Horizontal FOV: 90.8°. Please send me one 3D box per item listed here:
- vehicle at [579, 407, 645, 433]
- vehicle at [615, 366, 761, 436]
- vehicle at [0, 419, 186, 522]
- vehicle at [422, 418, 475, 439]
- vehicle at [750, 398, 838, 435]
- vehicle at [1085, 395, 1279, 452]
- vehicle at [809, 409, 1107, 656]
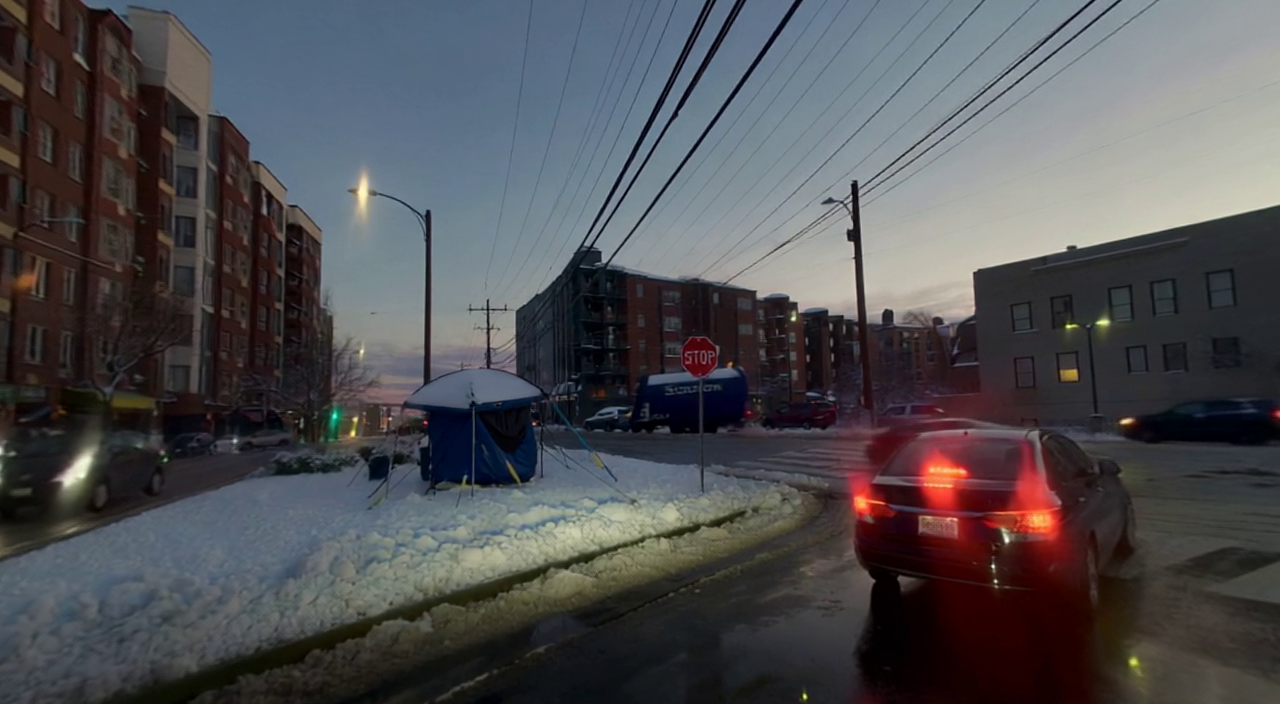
[{"bbox_3d":[-1.815,4.363,39.945,1.790,1.468,4.422,7,-11,-41],"label":"vehicle"},{"bbox_3d":[2.239,2.646,31.856,7.172,3.075,2.584,-7,-10,41],"label":"vehicle"},{"bbox_3d":[-11.151,2.341,12.932,1.987,1.686,3.971,0,-8,-20],"label":"vehicle"},{"bbox_3d":[-14.816,5.936,48.787,2.089,1.506,4.641,7,-11,-41],"label":"vehicle"},{"bbox_3d":[8.213,3.542,34.009,4.214,1.694,1.805,-9,-13,44],"label":"vehicle"},{"bbox_3d":[16.116,2.202,18.819,4.363,1.511,1.838,-8,-11,41],"label":"vehicle"},{"bbox_3d":[3.404,1.550,6.599,1.945,1.647,4.160,-6,-10,32],"label":"vehicle"}]
